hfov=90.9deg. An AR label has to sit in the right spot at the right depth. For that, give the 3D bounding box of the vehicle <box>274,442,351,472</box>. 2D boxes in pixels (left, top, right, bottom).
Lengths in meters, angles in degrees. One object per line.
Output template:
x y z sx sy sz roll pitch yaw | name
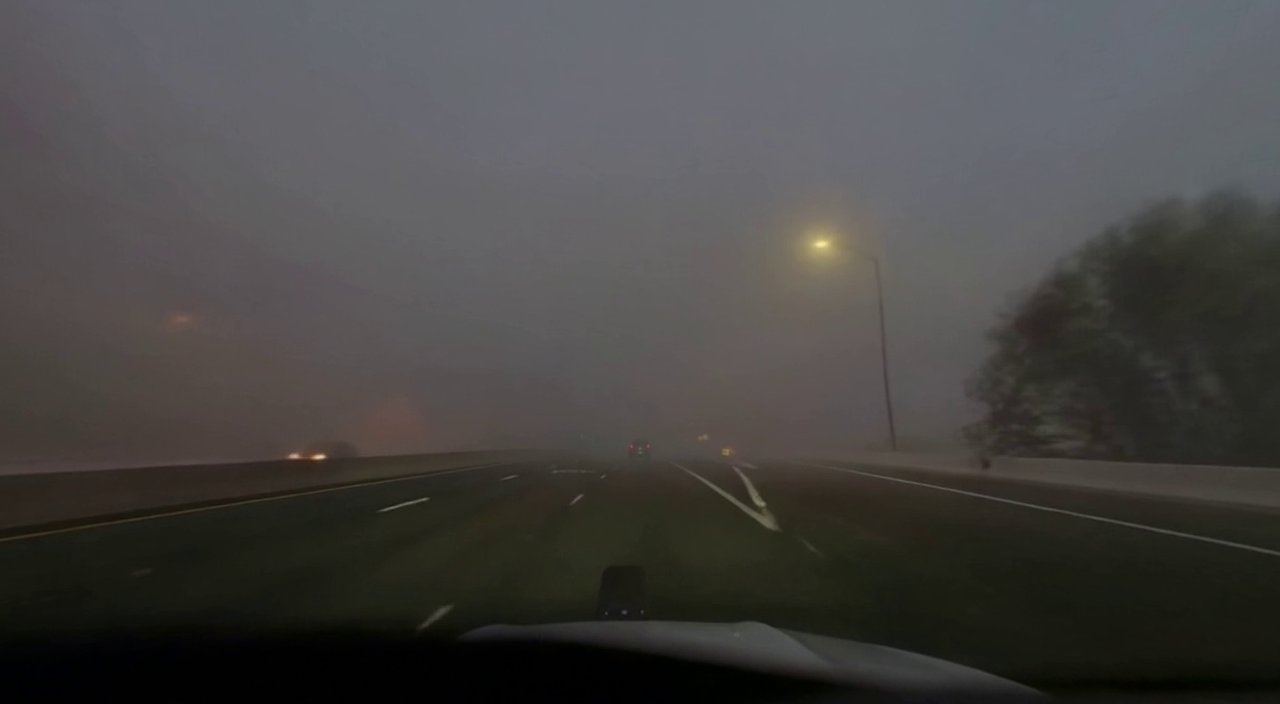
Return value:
-20.985 6.753 40.741 2.119 1.756 5.273 -1 -8 0 | vehicle
